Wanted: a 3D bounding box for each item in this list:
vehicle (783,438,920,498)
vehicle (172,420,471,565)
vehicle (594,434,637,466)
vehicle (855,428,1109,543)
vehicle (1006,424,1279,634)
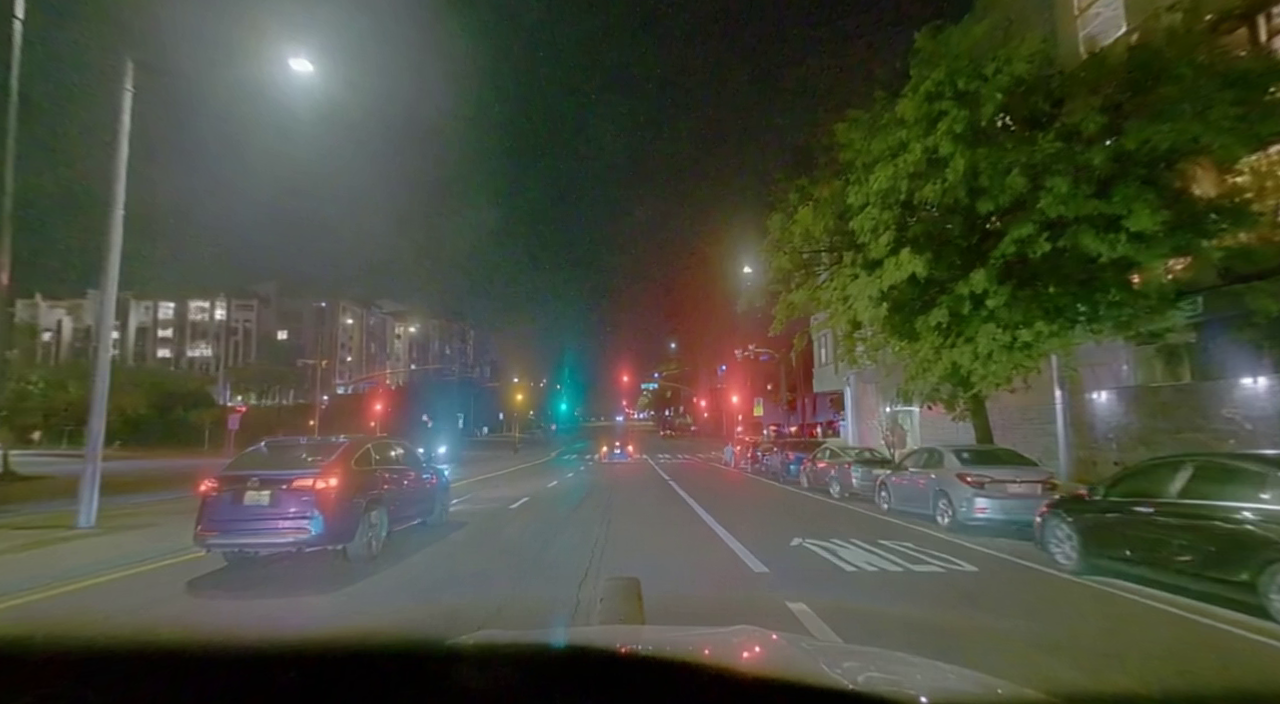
[{"bbox_3d":[5.845,3.272,18.231,2.089,1.488,4.663,0,-9,-3],"label":"vehicle"},{"bbox_3d":[-3.975,1.820,8.977,1.934,1.522,4.464,0,-9,0],"label":"vehicle"},{"bbox_3d":[-1.196,5.038,32.572,2.082,1.520,3.896,0,-8,-1],"label":"vehicle"},{"bbox_3d":[5.857,2.313,11.679,2.019,1.670,4.550,0,-9,-2],"label":"vehicle"},{"bbox_3d":[5.943,1.485,5.740,2.200,1.574,4.989,0,-8,-1],"label":"vehicle"}]
